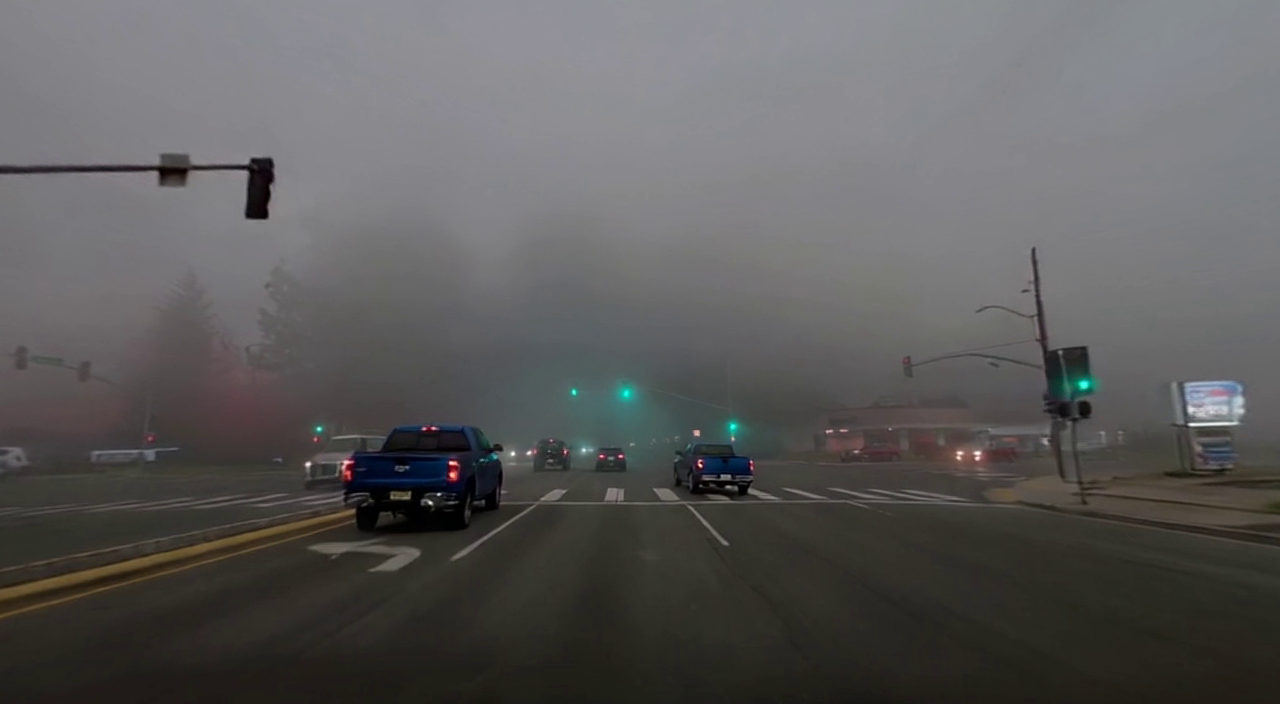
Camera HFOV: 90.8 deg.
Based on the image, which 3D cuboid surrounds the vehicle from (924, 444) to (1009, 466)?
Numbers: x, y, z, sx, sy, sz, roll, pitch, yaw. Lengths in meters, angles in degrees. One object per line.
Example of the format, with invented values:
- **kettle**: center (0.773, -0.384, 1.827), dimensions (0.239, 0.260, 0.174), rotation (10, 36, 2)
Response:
- **vehicle**: center (21.990, 6.940, 42.624), dimensions (4.789, 1.455, 1.986), rotation (2, -9, -10)

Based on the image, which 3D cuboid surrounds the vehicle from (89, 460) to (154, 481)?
- **vehicle**: center (-40.281, 9.178, 49.191), dimensions (1.802, 1.447, 4.432), rotation (1, -9, -8)

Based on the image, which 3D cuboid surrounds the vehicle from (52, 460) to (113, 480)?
- **vehicle**: center (-42.724, 9.019, 48.492), dimensions (1.593, 1.399, 3.698), rotation (1, -8, -7)

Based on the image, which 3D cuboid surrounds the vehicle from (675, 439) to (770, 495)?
- **vehicle**: center (2.362, 3.455, 19.350), dimensions (2.061, 1.487, 4.462), rotation (1, -9, -4)

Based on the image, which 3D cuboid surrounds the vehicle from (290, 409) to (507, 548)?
- **vehicle**: center (-3.967, 2.189, 11.718), dimensions (2.195, 1.905, 5.634), rotation (1, -9, -5)

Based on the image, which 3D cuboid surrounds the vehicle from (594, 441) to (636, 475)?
- **vehicle**: center (-1.324, 5.406, 32.440), dimensions (2.029, 1.605, 3.827), rotation (1, -9, -4)

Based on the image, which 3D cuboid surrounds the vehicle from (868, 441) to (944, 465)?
- **vehicle**: center (20.582, 7.820, 48.975), dimensions (4.950, 1.760, 2.213), rotation (1, -9, -10)
